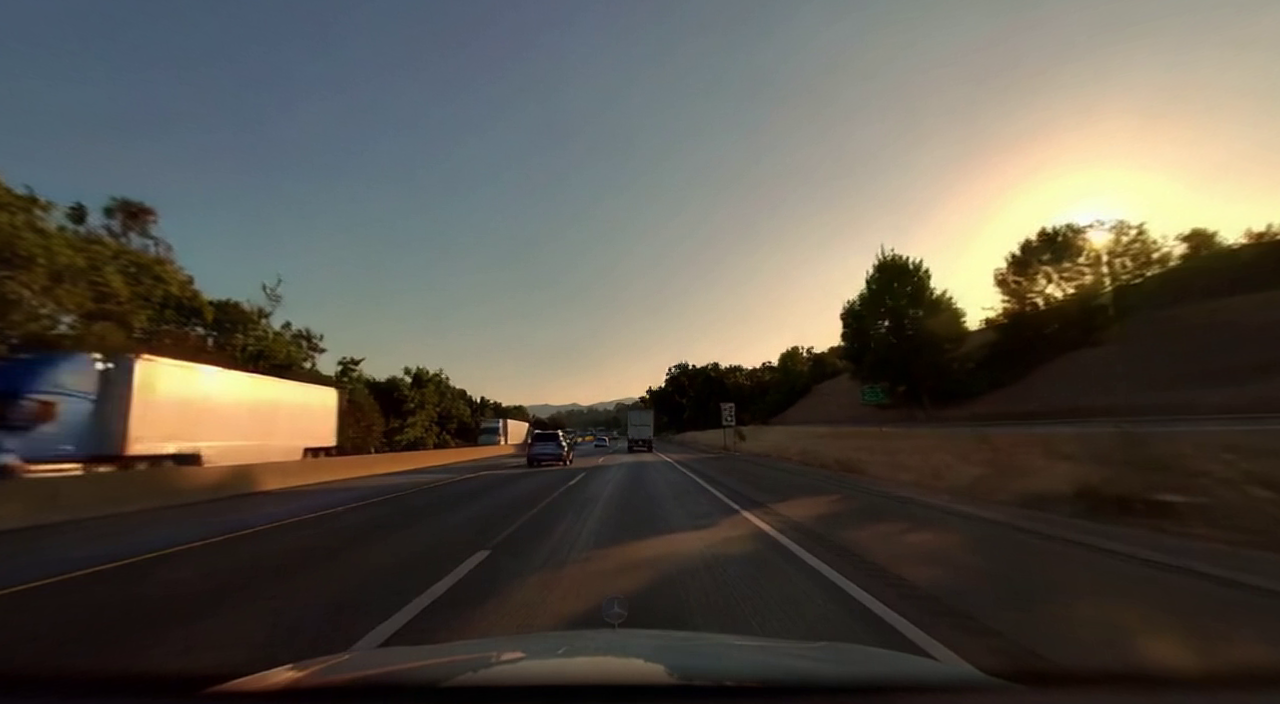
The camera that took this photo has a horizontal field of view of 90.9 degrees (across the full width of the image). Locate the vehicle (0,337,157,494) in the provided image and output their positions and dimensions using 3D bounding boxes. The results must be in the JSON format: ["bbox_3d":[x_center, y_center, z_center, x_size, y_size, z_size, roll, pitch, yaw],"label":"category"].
[{"bbox_3d":[-17.063,1.802,17.191,2.975,3.782,5.870,0,-8,-1],"label":"vehicle"}]

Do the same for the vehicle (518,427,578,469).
[{"bbox_3d":[-3.936,4.177,27.694,2.045,1.655,4.301,0,-8,0],"label":"vehicle"}]
